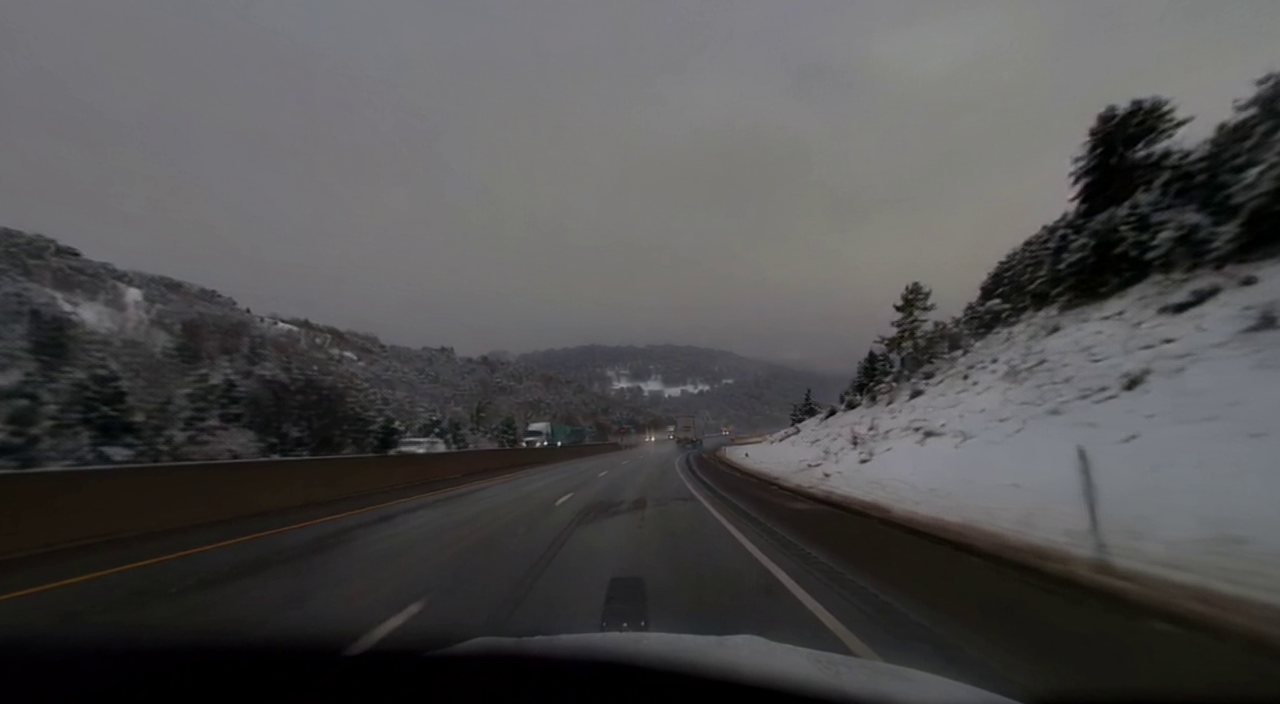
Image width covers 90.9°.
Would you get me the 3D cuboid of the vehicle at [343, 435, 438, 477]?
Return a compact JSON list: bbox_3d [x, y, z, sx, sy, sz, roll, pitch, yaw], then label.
[{"bbox_3d":[-10.185,4.289,26.222,1.982,1.545,4.715,0,-9,1],"label":"vehicle"}]
